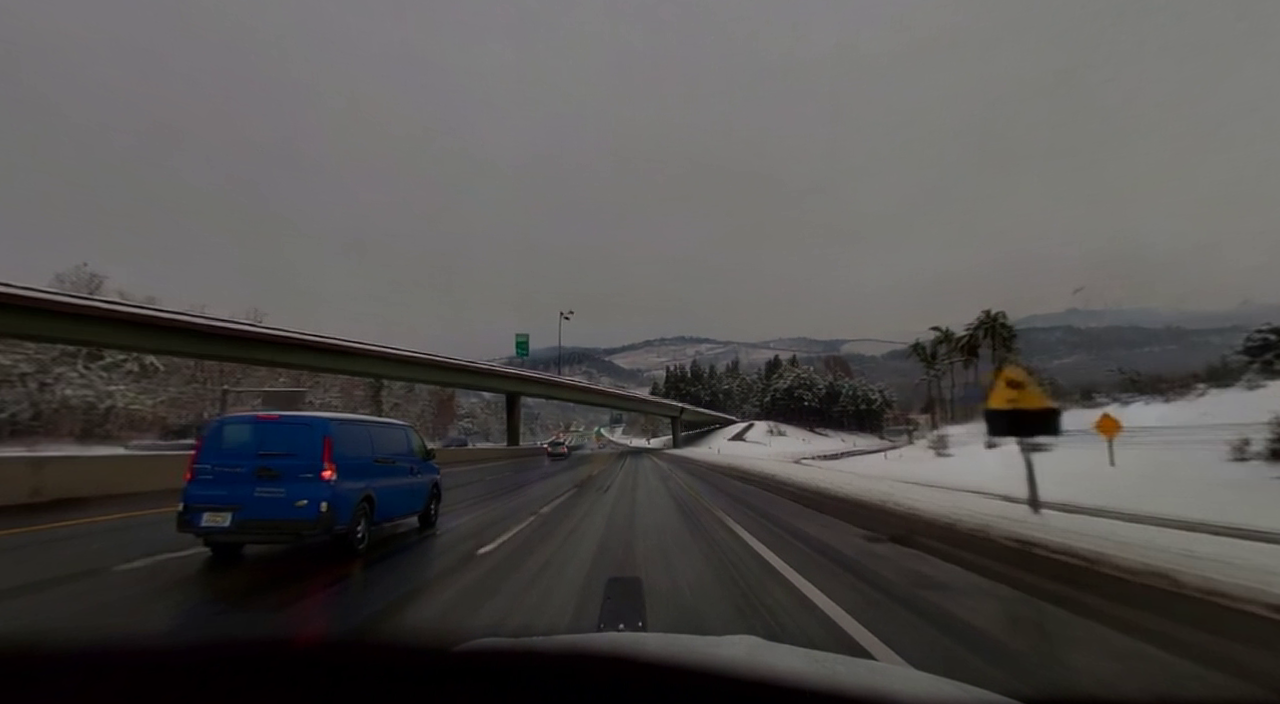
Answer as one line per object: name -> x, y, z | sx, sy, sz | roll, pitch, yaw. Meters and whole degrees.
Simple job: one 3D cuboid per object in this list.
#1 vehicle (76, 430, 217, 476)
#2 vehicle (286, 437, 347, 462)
vehicle -> -20.328, 4.185, 26.191 | 2.189, 1.709, 4.513 | 0, -8, -1
vehicle -> -23.357, 7.071, 45.517 | 1.975, 1.727, 4.439 | 0, -8, 1
